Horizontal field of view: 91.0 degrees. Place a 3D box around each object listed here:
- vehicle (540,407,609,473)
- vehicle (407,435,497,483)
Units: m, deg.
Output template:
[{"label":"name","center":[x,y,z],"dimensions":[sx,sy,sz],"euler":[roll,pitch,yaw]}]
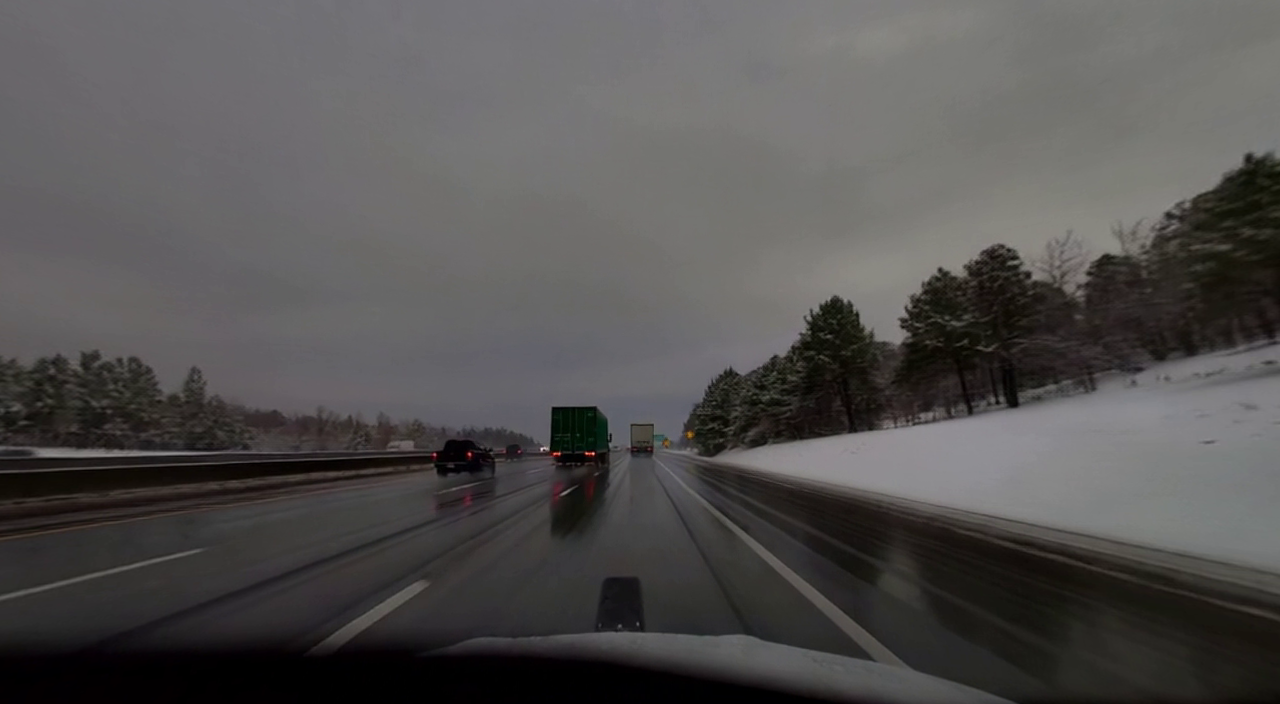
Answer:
[{"label":"vehicle","center":[-3.561,5.213,36.987],"dimensions":[2.789,3.271,10.894],"euler":[0,-9,0]},{"label":"vehicle","center":[-7.460,4.296,25.579],"dimensions":[2.125,1.725,4.715],"euler":[0,-9,1]}]
